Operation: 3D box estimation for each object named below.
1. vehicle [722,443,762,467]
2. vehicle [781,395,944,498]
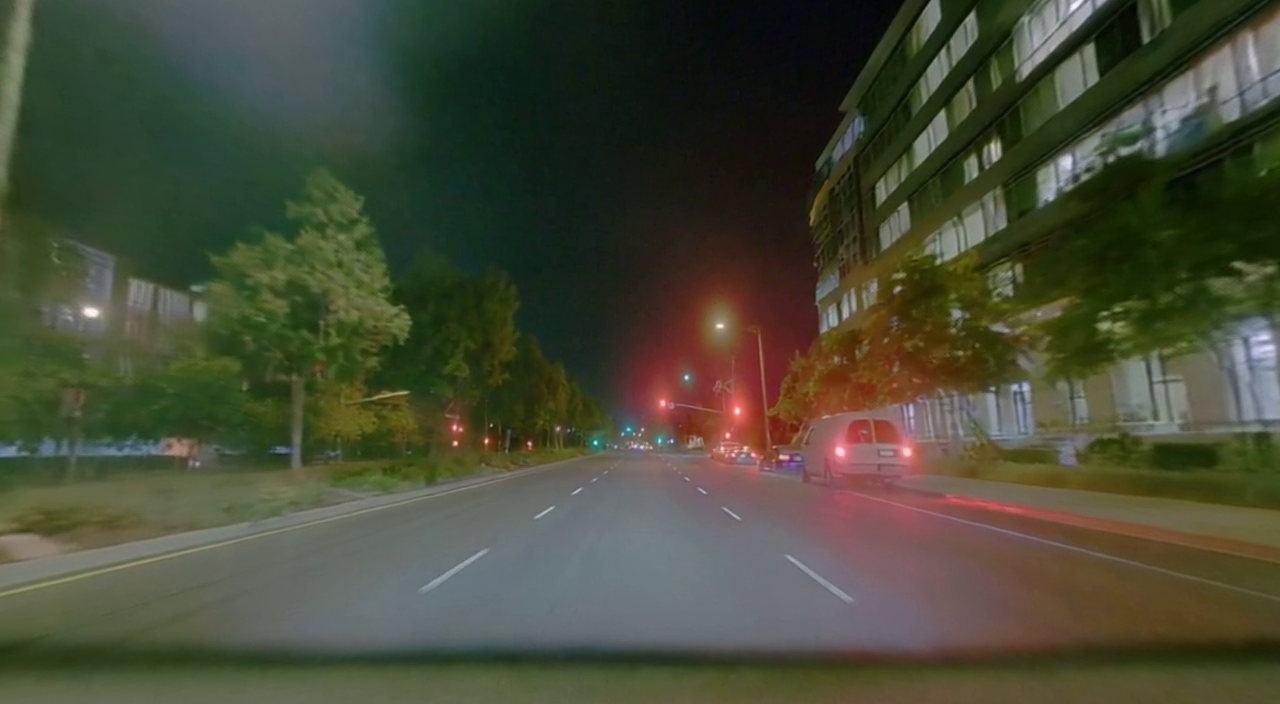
[{"bbox_3d":[6.880,6.970,42.882,1.847,1.472,4.846,0,-8,0],"label":"vehicle"},{"bbox_3d":[6.335,2.851,19.162,2.762,2.607,6.182,0,-8,1],"label":"vehicle"}]
